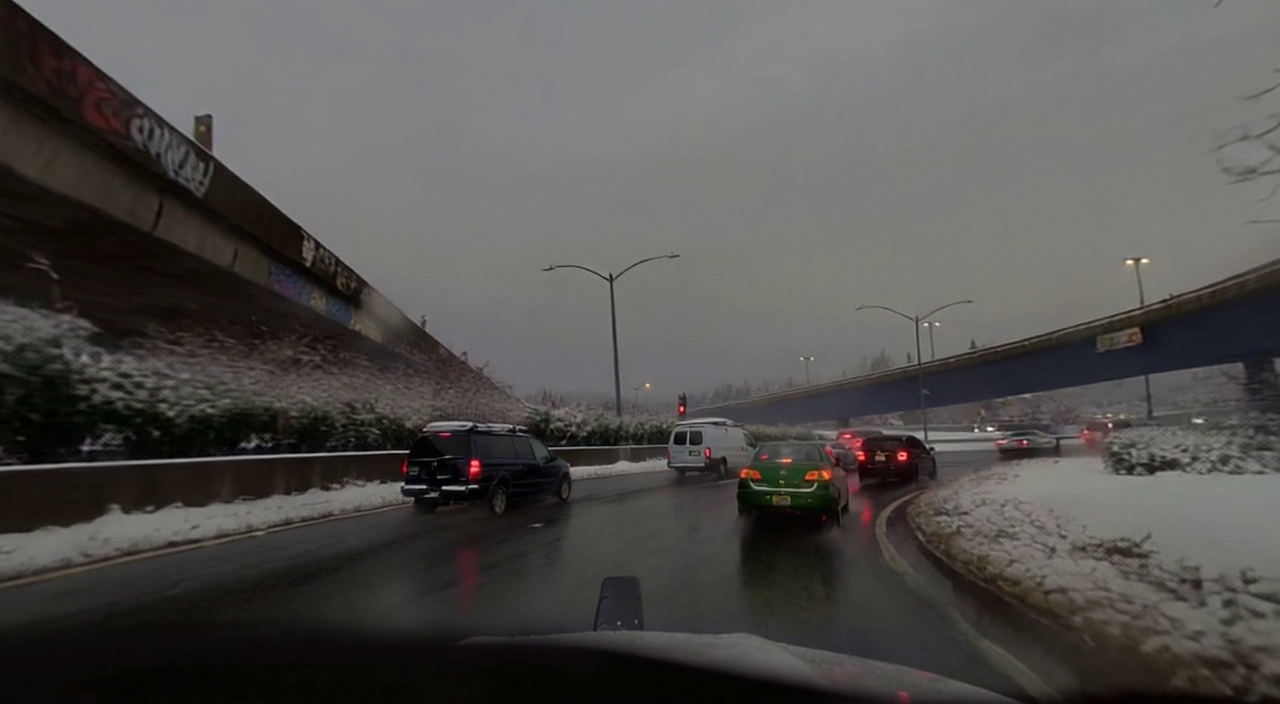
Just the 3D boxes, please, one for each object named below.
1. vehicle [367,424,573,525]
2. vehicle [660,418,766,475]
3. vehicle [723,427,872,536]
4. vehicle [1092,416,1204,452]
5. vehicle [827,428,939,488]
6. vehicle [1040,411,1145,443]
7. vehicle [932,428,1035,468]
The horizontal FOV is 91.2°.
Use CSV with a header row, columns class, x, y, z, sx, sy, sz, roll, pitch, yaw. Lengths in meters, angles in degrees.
class,x,y,z,sx,sy,sz,roll,pitch,yaw
vehicle,-2.959,2.259,12.015,1.921,1.554,4.081,-3,-9,16
vehicle,2.656,3.358,22.243,1.835,1.825,4.005,-8,-11,39
vehicle,2.900,2.147,10.921,2.064,1.515,3.722,-4,-9,20
vehicle,22.523,3.677,27.805,3.934,1.485,1.763,3,-10,-15
vehicle,7.233,3.081,18.413,1.830,1.519,4.253,-7,-11,37
vehicle,24.109,4.036,33.447,4.309,1.613,1.909,1,-9,-10
vehicle,13.546,3.768,24.664,3.902,1.446,1.780,5,-11,-33
